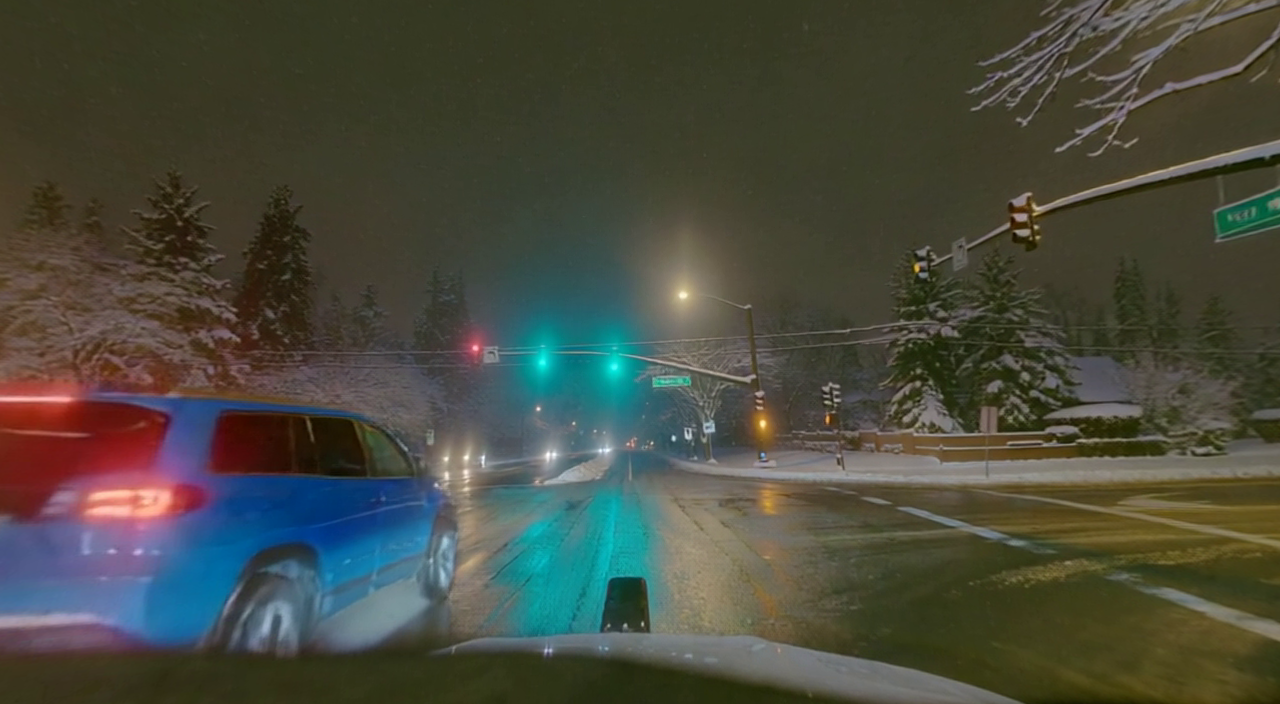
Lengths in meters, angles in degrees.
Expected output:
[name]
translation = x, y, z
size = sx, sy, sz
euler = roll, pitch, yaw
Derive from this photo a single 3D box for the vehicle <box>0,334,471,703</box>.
[vehicle]
translation = -3.009, 1.141, 4.726
size = 2.123, 1.799, 4.425
euler = 0, -8, 2
